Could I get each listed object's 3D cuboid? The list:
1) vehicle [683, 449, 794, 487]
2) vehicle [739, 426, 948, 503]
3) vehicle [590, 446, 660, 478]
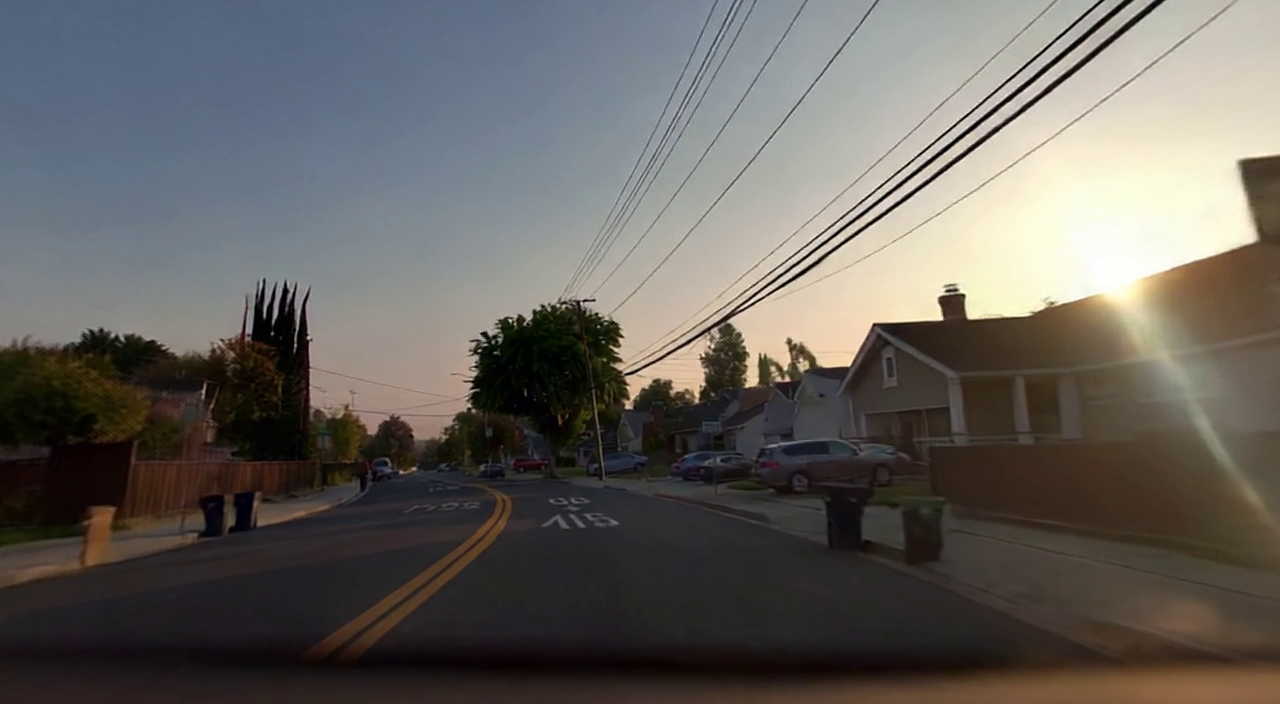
[{"bbox_3d":[4.265,5.027,27.645,4.382,1.531,1.925,2,-9,-14],"label":"vehicle"},{"bbox_3d":[5.824,3.275,18.482,5.229,1.790,2.153,-2,-11,-10],"label":"vehicle"},{"bbox_3d":[-1.053,7.500,43.281,4.337,1.768,1.962,-1,-8,-21],"label":"vehicle"}]
